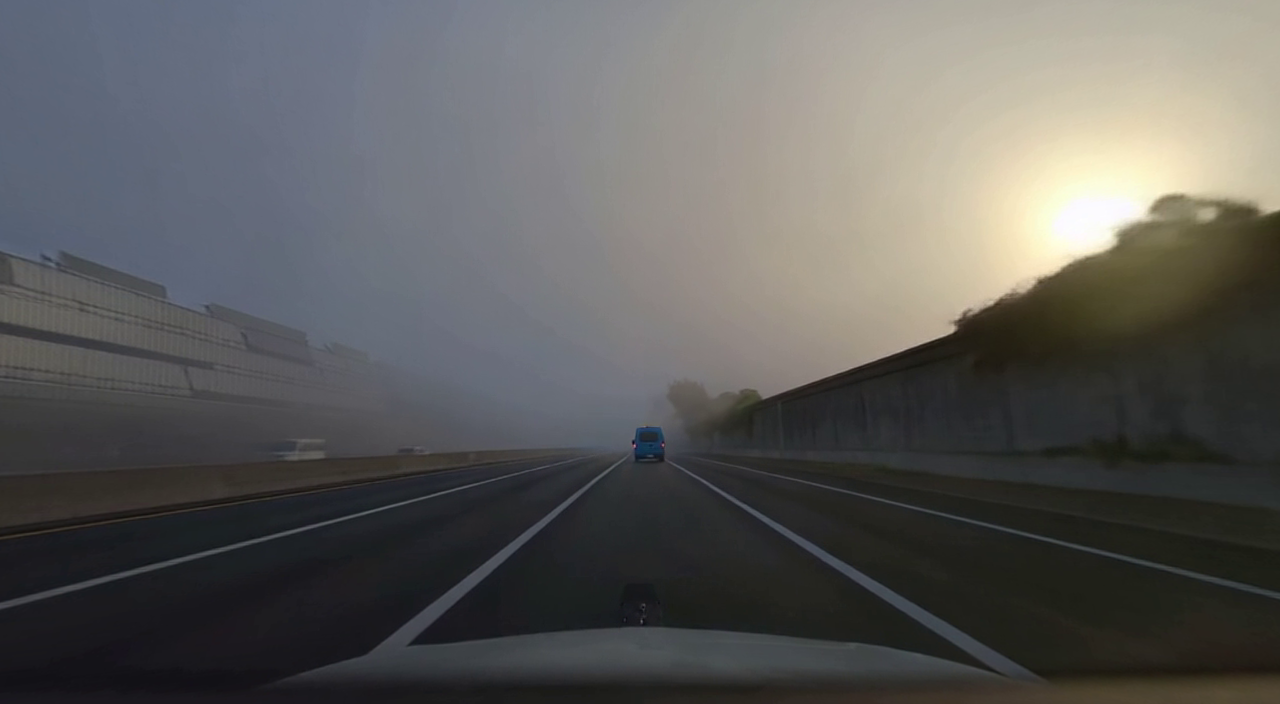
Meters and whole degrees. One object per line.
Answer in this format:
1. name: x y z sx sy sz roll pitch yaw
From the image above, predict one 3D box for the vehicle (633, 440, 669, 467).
1. vehicle: 0.607 5.916 36.813 1.997 1.484 3.409 0 -8 0
